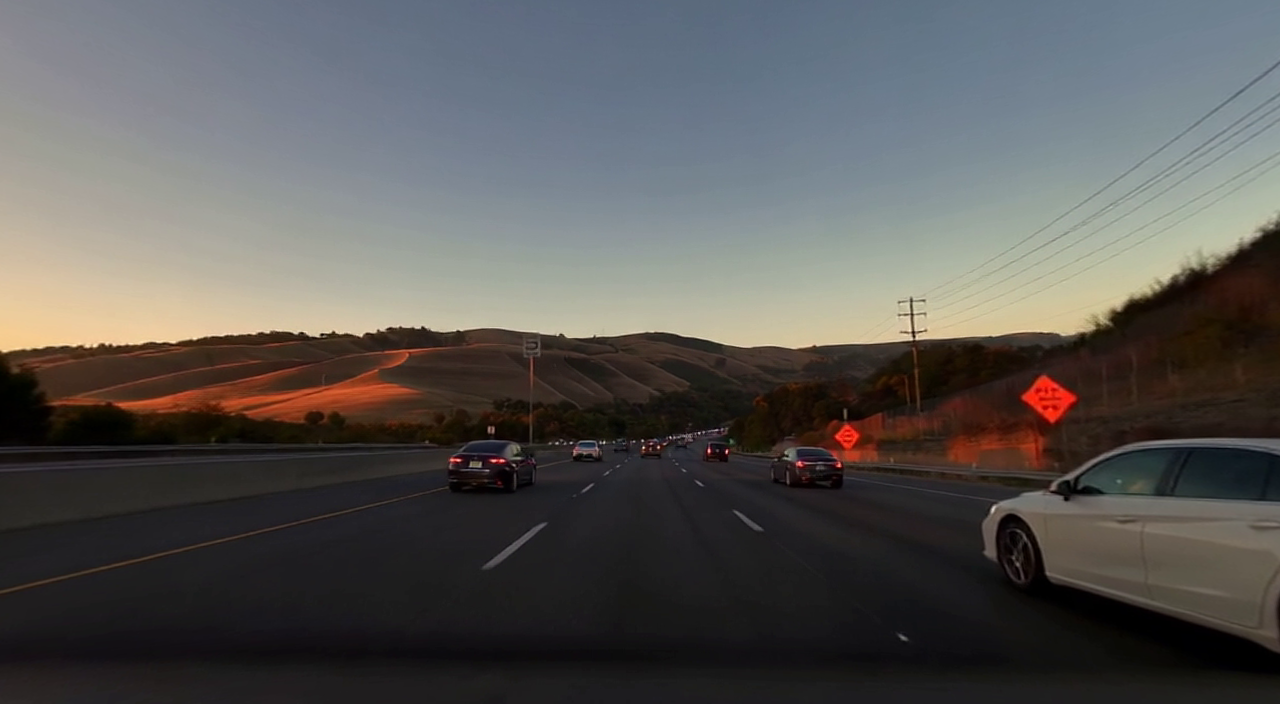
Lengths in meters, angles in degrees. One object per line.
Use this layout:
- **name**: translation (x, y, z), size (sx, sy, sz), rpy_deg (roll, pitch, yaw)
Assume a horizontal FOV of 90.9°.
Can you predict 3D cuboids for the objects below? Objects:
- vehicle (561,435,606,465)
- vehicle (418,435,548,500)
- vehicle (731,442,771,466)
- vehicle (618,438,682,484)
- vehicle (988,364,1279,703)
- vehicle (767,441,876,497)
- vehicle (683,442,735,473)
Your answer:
- **vehicle**: translation (-3.289, 5.817, 37.665), size (2.234, 1.675, 4.527), rpy_deg (0, -8, 1)
- **vehicle**: translation (-3.834, 2.905, 16.296), size (2.232, 1.438, 4.163), rpy_deg (0, -8, 1)
- **vehicle**: translation (8.170, 7.520, 46.832), size (2.042, 1.684, 4.609), rpy_deg (0, -8, 0)
- **vehicle**: translation (0.340, 3.935, 23.121), size (2.138, 1.473, 4.392), rpy_deg (0, -8, 0)
- **vehicle**: translation (3.848, 0.885, 2.743), size (2.018, 1.670, 4.658), rpy_deg (0, -8, 0)
- **vehicle**: translation (5.263, 3.413, 18.916), size (1.867, 1.465, 4.093), rpy_deg (0, -8, -3)
- **vehicle**: translation (3.505, 5.408, 32.617), size (2.177, 1.453, 4.205), rpy_deg (0, -8, 0)
